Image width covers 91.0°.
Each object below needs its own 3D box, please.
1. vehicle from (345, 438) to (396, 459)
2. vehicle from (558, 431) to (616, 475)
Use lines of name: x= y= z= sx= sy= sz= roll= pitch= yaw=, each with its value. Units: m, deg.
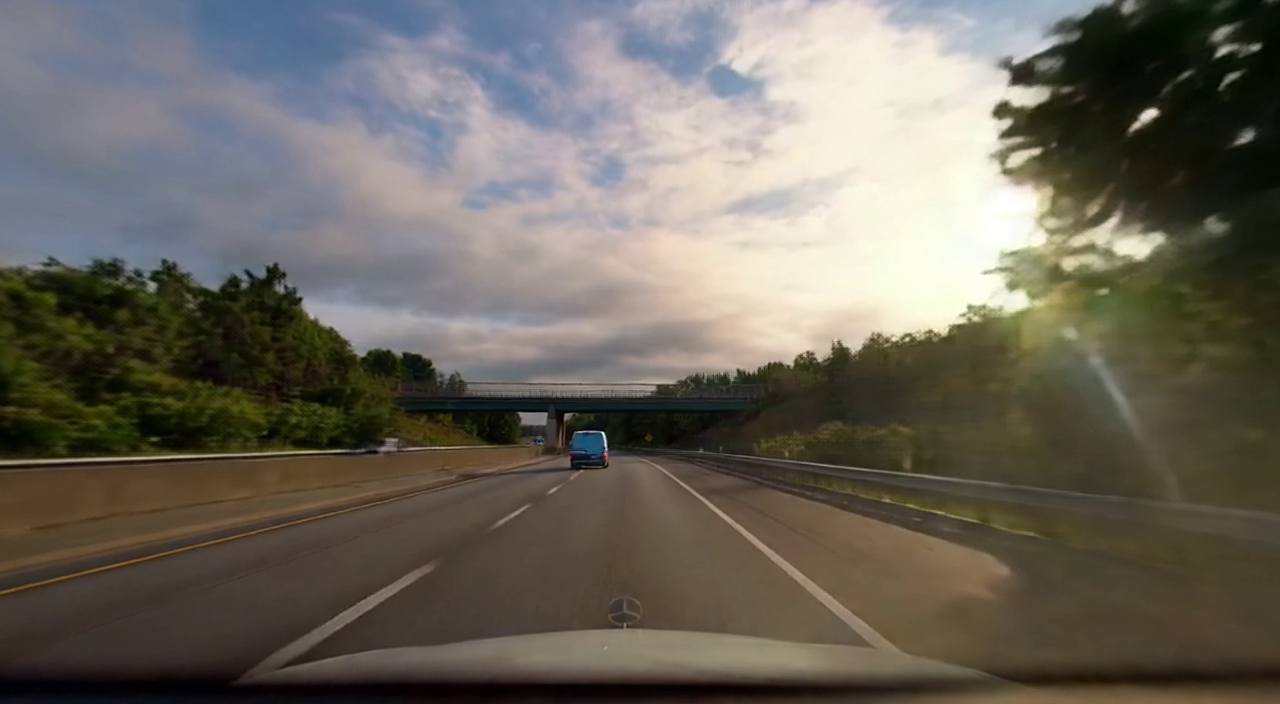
vehicle: x=-18.180 y=6.527 z=42.611 sx=1.768 sy=1.378 sz=3.954 roll=0 pitch=-8 yaw=-1
vehicle: x=-2.392 y=4.764 z=30.022 sx=2.372 sy=1.891 sz=5.061 roll=0 pitch=-8 yaw=0
